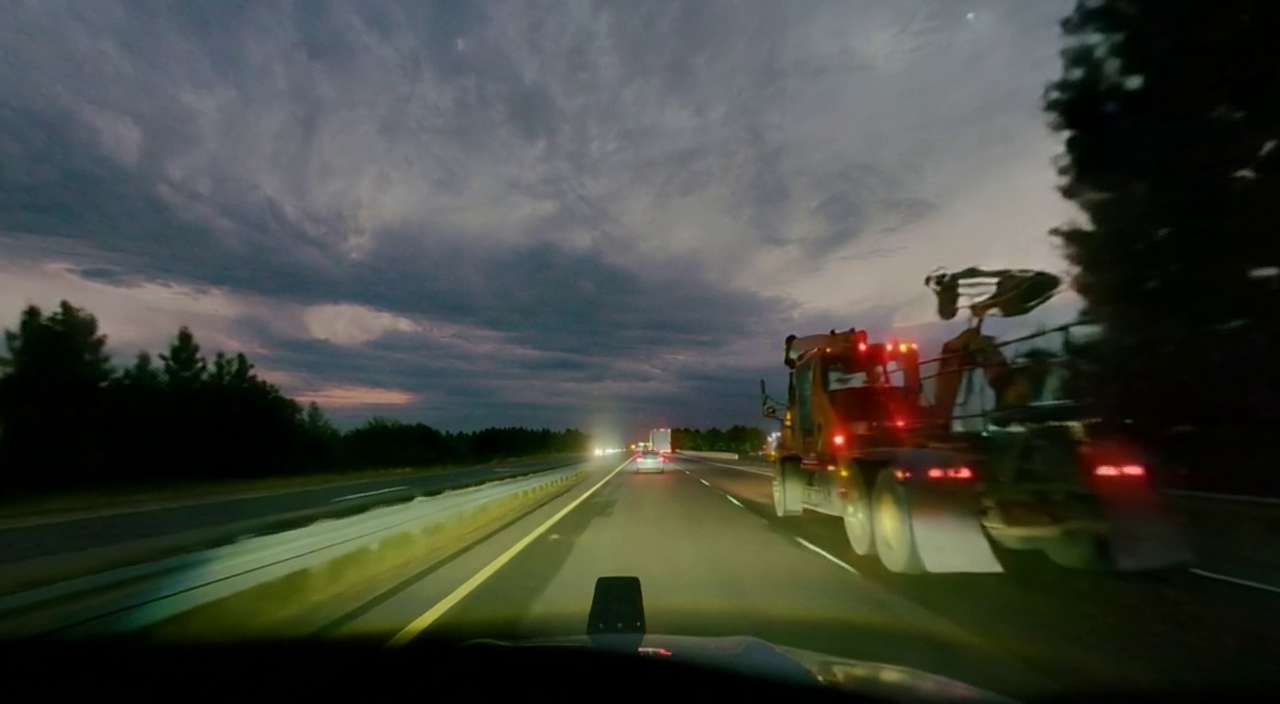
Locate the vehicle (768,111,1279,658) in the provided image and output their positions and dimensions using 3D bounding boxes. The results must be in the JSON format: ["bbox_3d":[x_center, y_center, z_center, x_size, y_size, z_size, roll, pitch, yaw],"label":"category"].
[{"bbox_3d":[4.095,0.710,8.107,3.089,3.568,8.101,0,-9,0],"label":"vehicle"}]

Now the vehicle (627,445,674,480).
[{"bbox_3d":[0.468,5.203,29.890,2.045,1.527,4.023,0,-9,0],"label":"vehicle"}]
